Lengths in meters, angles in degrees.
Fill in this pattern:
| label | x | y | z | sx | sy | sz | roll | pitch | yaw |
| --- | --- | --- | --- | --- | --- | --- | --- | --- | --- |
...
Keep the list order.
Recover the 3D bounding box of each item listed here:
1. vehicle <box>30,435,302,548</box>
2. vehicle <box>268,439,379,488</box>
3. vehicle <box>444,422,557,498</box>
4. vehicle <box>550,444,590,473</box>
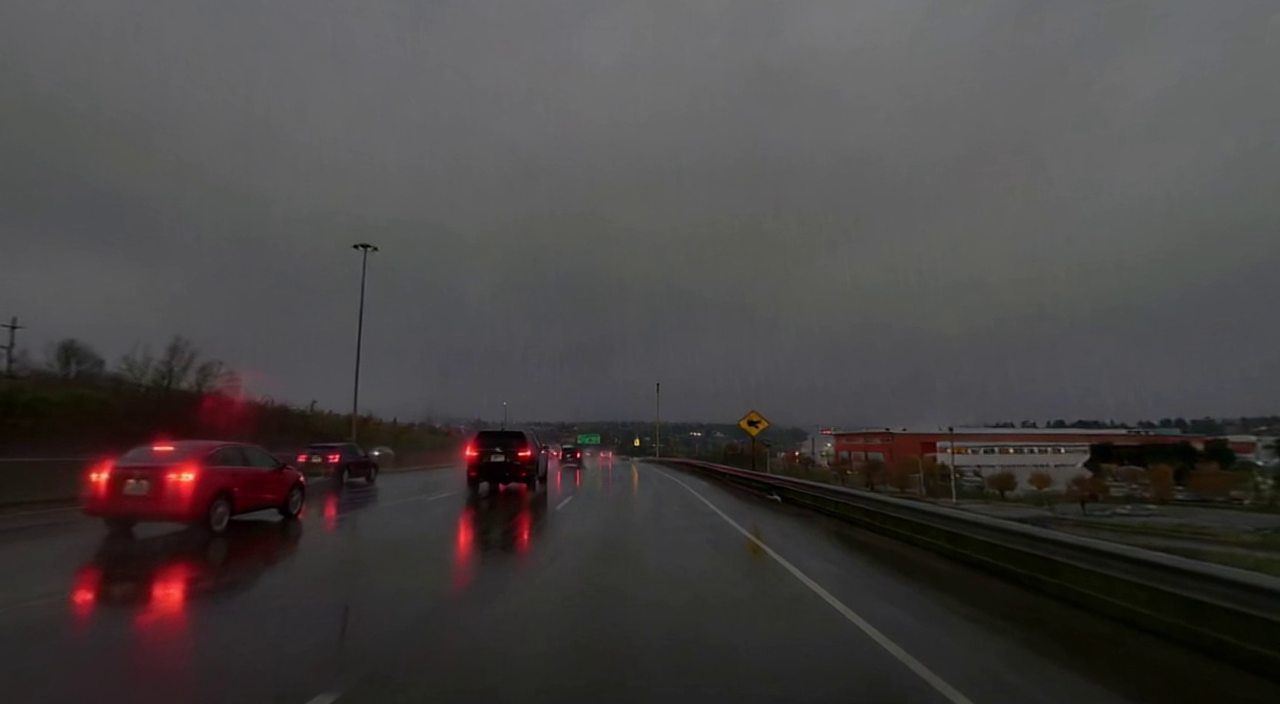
| label | x | y | z | sx | sy | sz | roll | pitch | yaw |
| --- | --- | --- | --- | --- | --- | --- | --- | --- | --- |
| vehicle | -7.376 | 2.150 | 10.323 | 1.796 | 1.509 | 3.393 | 0 | -8 | -1 |
| vehicle | -11.712 | 4.133 | 23.755 | 1.919 | 1.665 | 4.394 | 0 | -8 | -1 |
| vehicle | -4.066 | 3.250 | 19.436 | 2.301 | 1.985 | 5.247 | 0 | -8 | 0 |
| vehicle | -4.106 | 6.258 | 37.391 | 1.955 | 1.614 | 3.817 | 0 | -8 | -1 |
